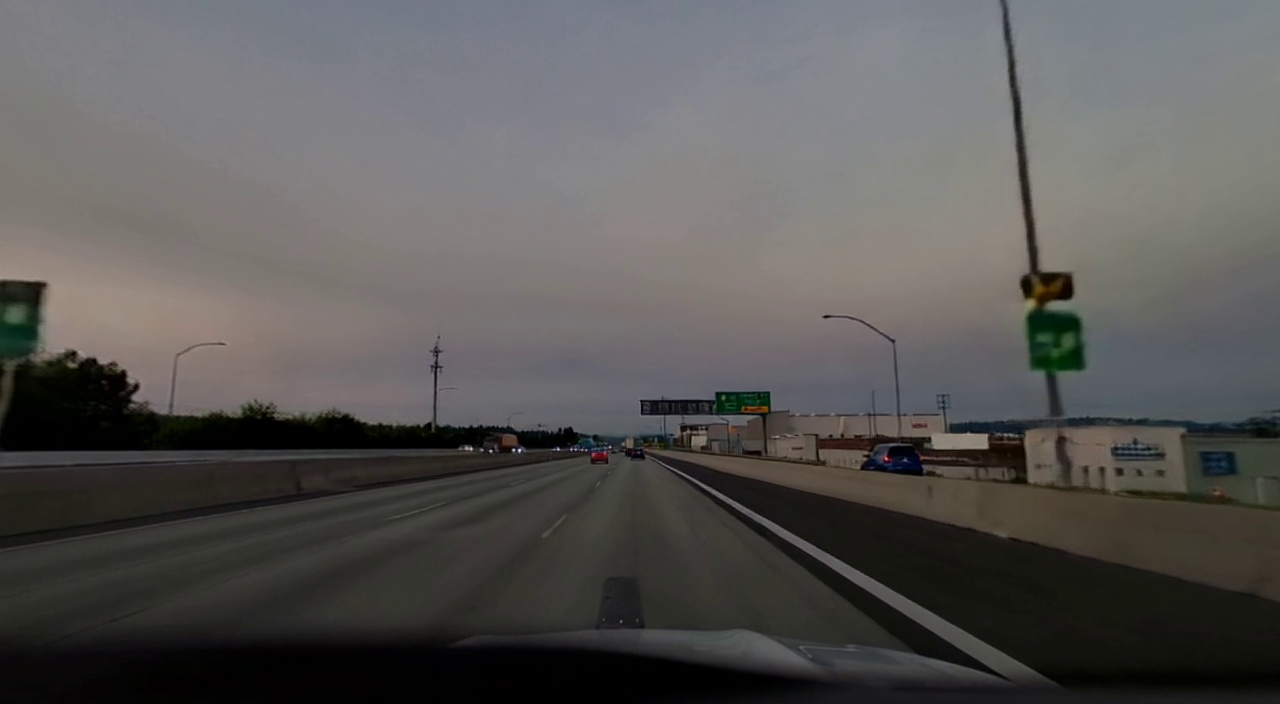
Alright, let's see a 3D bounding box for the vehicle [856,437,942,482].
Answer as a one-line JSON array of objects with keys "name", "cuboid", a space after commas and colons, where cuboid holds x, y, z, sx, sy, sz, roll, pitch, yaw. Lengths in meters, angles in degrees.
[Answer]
[{"name": "vehicle", "cuboid": [14.627, 6.105, 36.108, 2.411, 2.326, 5.300, 0, -9, -3]}]
